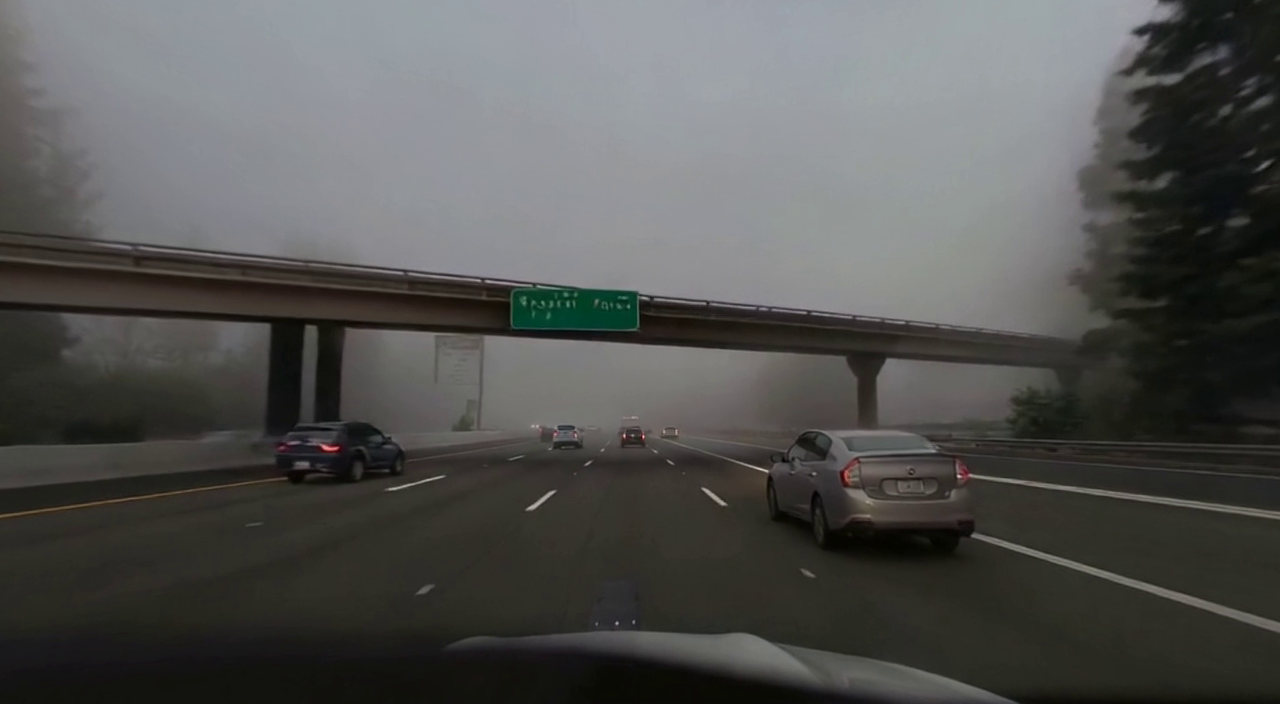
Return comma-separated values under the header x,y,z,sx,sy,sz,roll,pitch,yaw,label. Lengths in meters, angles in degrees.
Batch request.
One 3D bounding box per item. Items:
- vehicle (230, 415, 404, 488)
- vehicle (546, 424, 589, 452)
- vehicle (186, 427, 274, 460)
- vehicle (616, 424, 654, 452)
x,y,z,sx,sy,sz,roll,pitch,yaw,label
-7.712,2.412,15.666,2.009,1.537,4.449,1,-7,-1,vehicle
-4.301,5.157,37.886,2.103,1.512,4.155,1,-7,0,vehicle
-22.723,5.073,35.160,1.947,1.642,4.421,1,-7,0,vehicle
-0.346,5.452,40.129,2.240,1.646,4.949,1,-7,-1,vehicle
